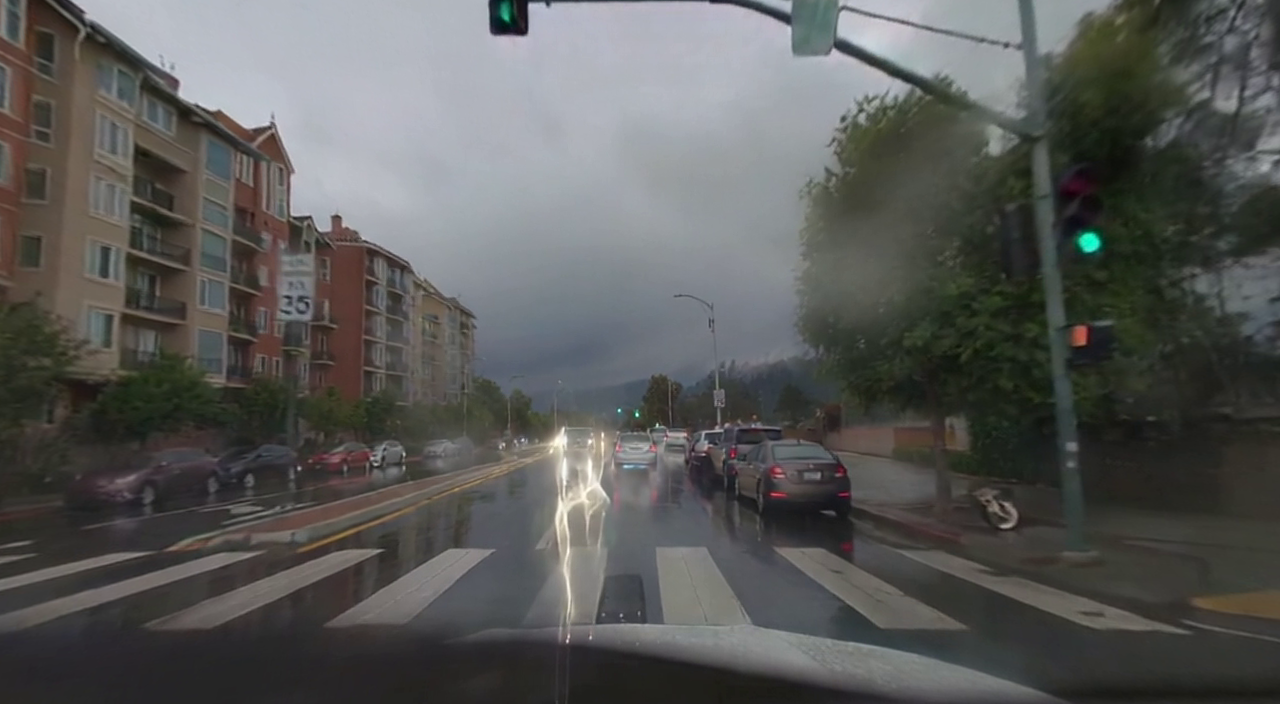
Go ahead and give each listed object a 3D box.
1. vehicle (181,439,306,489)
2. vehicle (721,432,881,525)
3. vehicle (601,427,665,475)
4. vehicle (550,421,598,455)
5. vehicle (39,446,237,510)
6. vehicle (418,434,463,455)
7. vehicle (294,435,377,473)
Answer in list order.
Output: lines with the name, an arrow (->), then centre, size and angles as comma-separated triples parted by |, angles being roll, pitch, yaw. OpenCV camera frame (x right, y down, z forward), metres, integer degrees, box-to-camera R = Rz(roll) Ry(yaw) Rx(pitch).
vehicle -> -14.047, 3.935, 22.735 | 1.805, 1.580, 4.477 | 0, -8, -4
vehicle -> 2.870, 2.332, 12.420 | 1.874, 1.468, 4.550 | 0, -8, -1
vehicle -> -0.284, 3.404, 21.976 | 2.026, 1.496, 3.701 | 0, -8, -2
vehicle -> -3.449, 4.583, 33.695 | 2.065, 1.705, 4.353 | 0, -8, 0
vehicle -> -13.811, 3.443, 17.841 | 1.863, 1.468, 4.565 | 0, -8, 0
vehicle -> -14.324, 6.664, 45.668 | 1.907, 1.480, 4.498 | 0, -8, -2
vehicle -> -14.263, 4.760, 29.858 | 1.887, 1.619, 4.208 | 0, -8, -1
